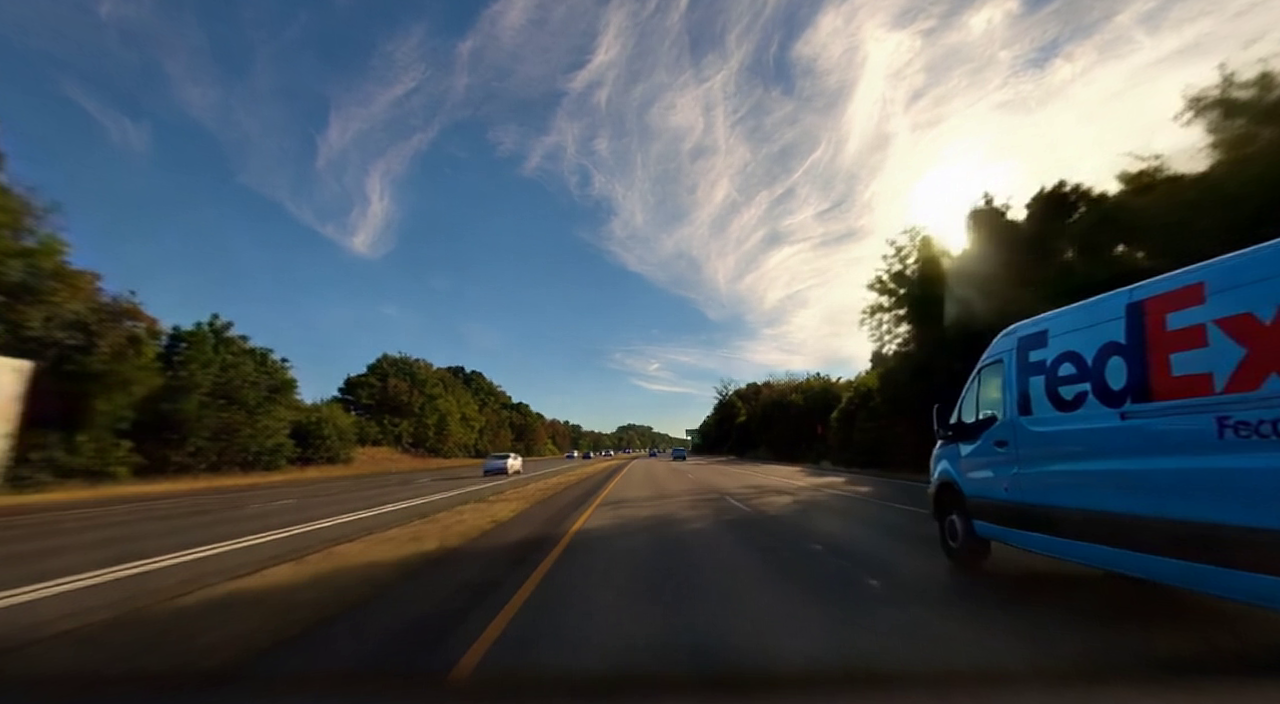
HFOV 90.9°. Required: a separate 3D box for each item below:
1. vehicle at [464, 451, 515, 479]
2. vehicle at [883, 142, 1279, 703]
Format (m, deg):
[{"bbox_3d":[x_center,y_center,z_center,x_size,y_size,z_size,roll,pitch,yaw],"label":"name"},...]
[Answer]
[{"bbox_3d":[-8.388,6.324,35.366,1.820,1.445,3.746,-1,-9,2],"label":"vehicle"},{"bbox_3d":[3.886,0.582,3.565,2.522,2.556,6.180,0,-9,0],"label":"vehicle"}]
